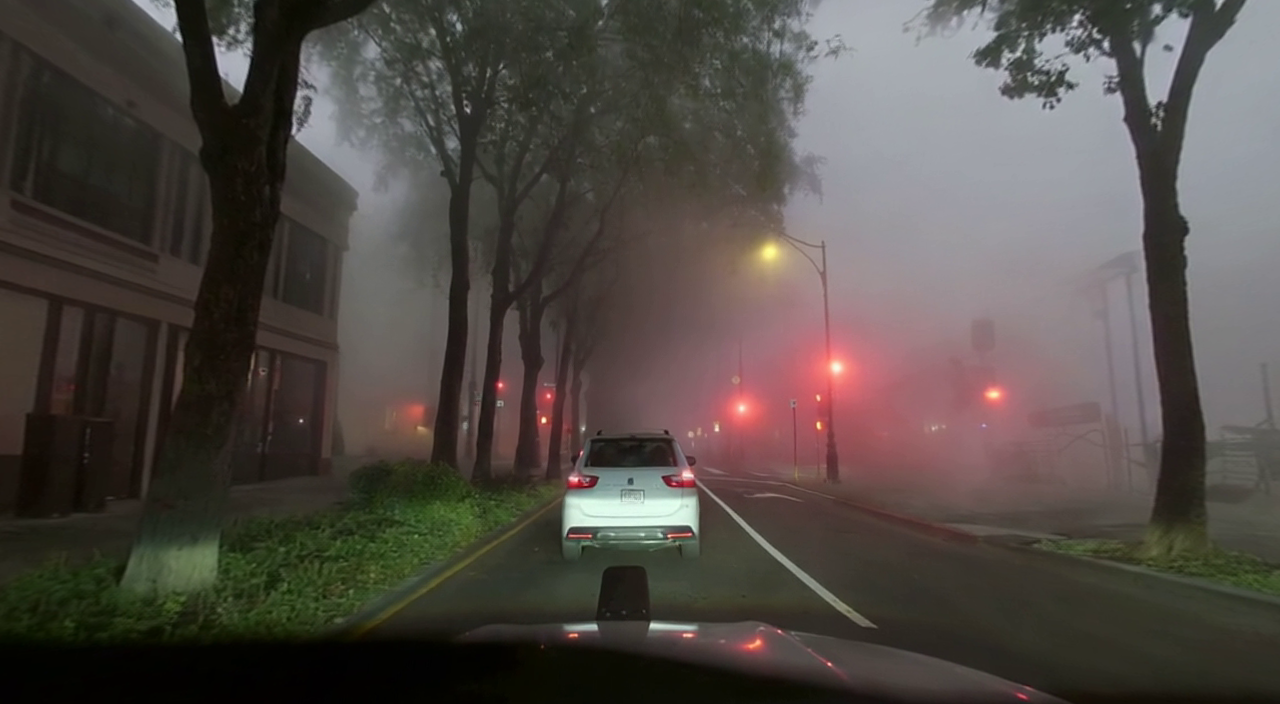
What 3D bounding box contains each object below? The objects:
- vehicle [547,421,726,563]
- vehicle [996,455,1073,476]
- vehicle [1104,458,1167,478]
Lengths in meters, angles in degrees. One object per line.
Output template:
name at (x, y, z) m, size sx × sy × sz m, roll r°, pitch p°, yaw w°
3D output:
vehicle at (-0.084, 1.912, 9.327) m, size 2.079 × 1.621 × 3.861 m, roll 0°, pitch -8°, yaw -1°
vehicle at (29.814, 8.597, 47.723) m, size 4.668 × 1.441 × 1.904 m, roll 1°, pitch -9°, yaw -6°
vehicle at (37.462, 8.746, 47.676) m, size 3.445 × 1.363 × 1.608 m, roll 2°, pitch -9°, yaw -1°
